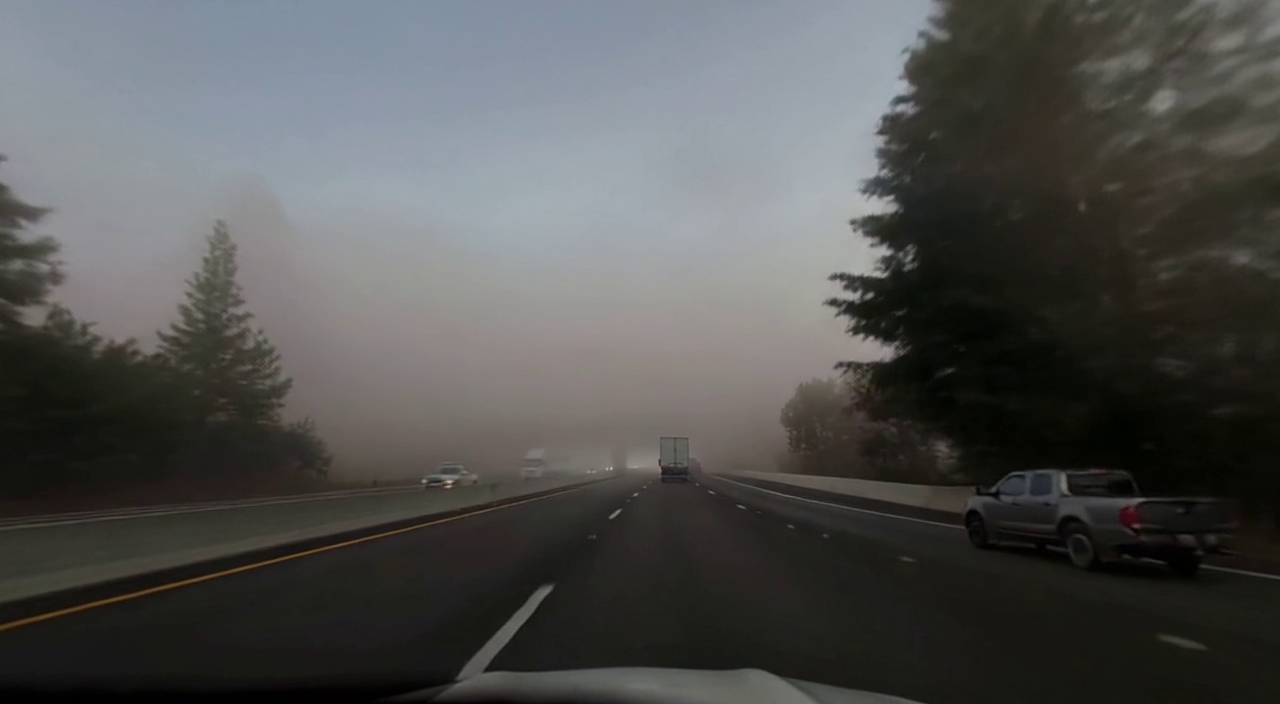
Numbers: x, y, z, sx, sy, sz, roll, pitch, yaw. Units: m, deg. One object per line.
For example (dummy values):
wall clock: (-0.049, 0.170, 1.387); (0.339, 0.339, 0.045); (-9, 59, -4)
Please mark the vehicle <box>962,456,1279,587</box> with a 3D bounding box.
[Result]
vehicle: (7.030, 2.358, 9.407); (1.949, 1.468, 4.145); (2, -11, -6)
